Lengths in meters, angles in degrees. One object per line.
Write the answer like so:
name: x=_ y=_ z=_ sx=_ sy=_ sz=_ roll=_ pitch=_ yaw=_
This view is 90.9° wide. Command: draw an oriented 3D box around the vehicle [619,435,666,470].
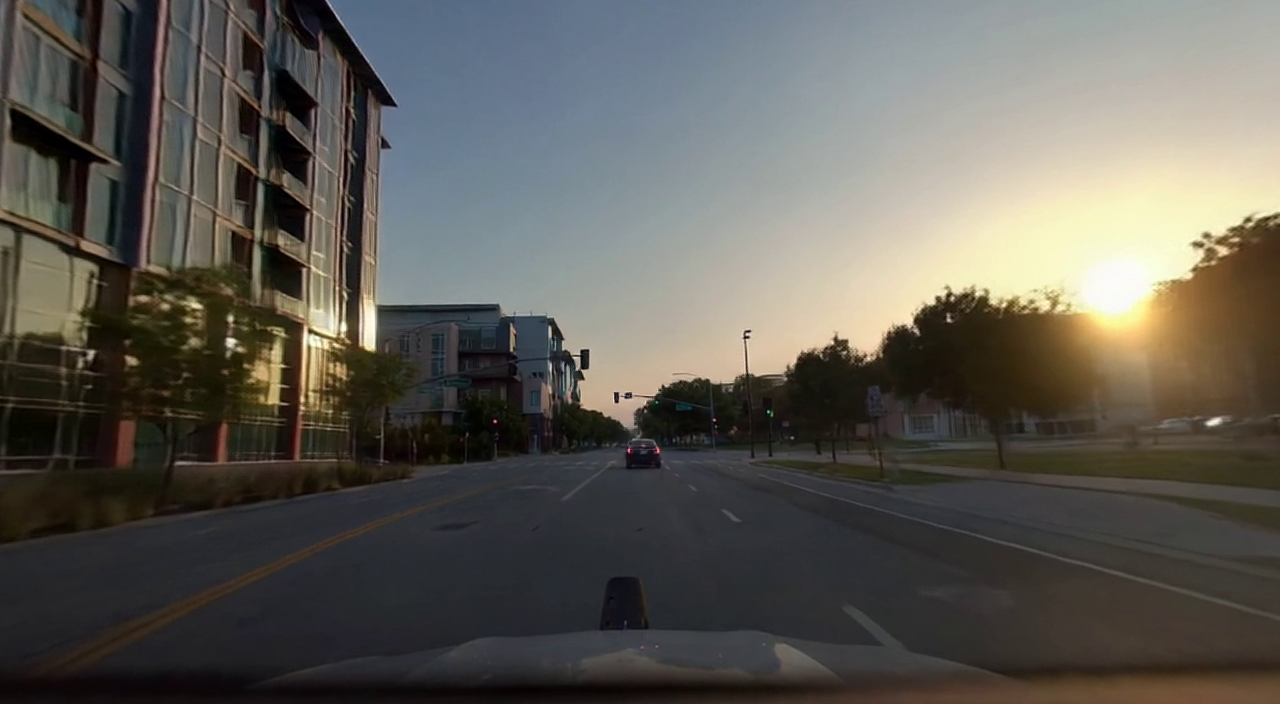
vehicle: x=0.100 y=4.997 z=31.427 sx=2.184 sy=1.640 sz=4.086 roll=0 pitch=-9 yaw=-1
